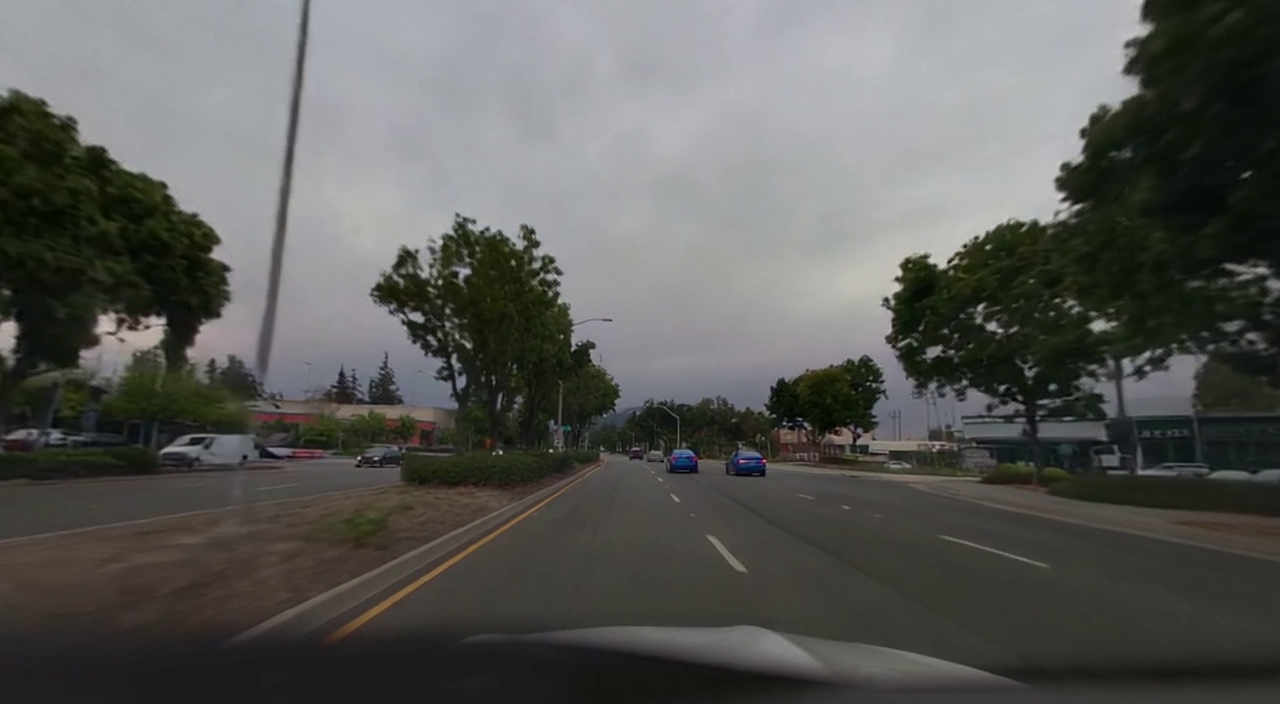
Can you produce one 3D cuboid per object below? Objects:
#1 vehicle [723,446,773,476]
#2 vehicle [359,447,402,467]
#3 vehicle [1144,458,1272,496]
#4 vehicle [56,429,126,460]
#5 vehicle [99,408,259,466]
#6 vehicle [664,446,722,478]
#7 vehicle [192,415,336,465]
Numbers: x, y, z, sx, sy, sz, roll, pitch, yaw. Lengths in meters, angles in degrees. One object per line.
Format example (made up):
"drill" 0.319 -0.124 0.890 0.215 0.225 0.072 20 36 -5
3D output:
"vehicle" 6.030 6.092 35.507 1.886 1.528 4.169 1 -9 -3
"vehicle" -20.413 8.245 49.669 1.730 1.516 3.847 1 -9 -1
"vehicle" 26.861 5.899 29.815 4.586 1.665 1.968 2 -9 -10
"vehicle" -41.156 6.955 47.281 2.149 2.227 3.723 2 -8 -10
"vehicle" -27.107 5.124 37.427 6.822 3.138 2.979 4 -9 -17
"vehicle" 2.523 5.405 31.145 2.256 1.451 4.313 1 -9 -3
"vehicle" -26.666 6.325 45.093 8.121 3.260 2.889 3 -9 -12
